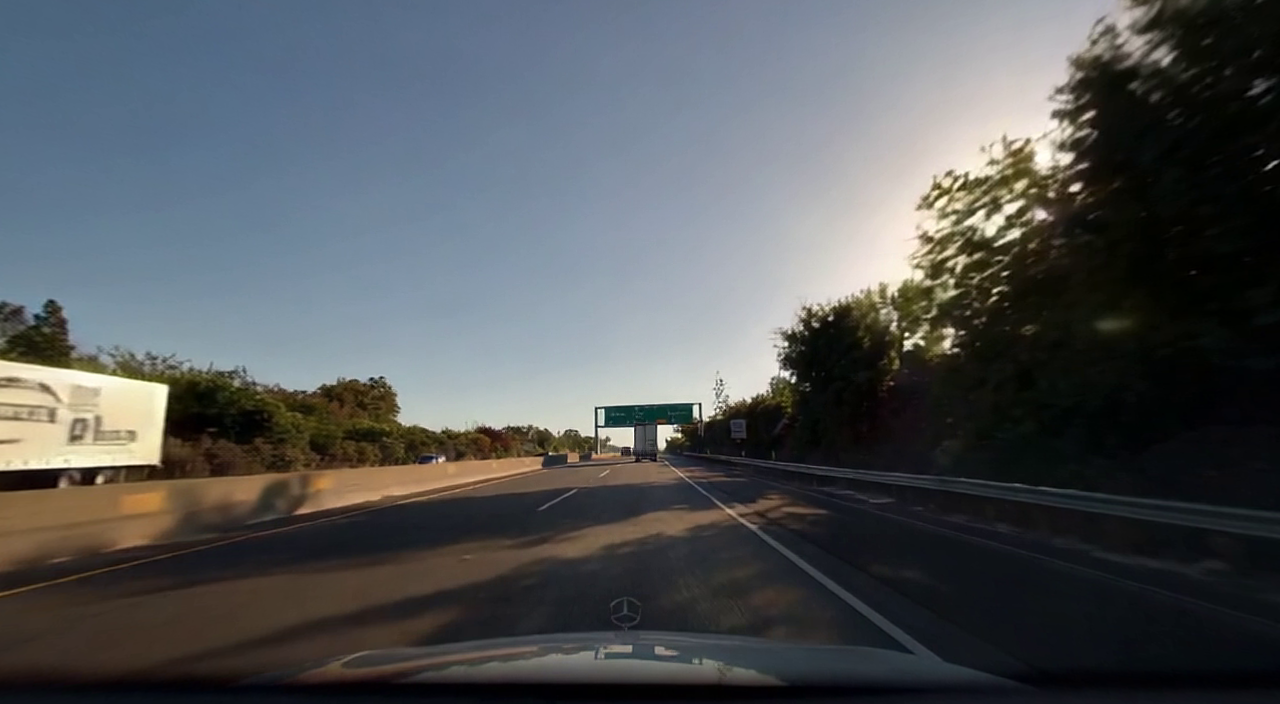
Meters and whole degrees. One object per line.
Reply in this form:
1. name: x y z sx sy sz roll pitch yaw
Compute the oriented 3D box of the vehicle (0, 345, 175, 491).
1. vehicle: -18.018 1.852 17.319 3.010 3.718 9.772 0 -8 0
